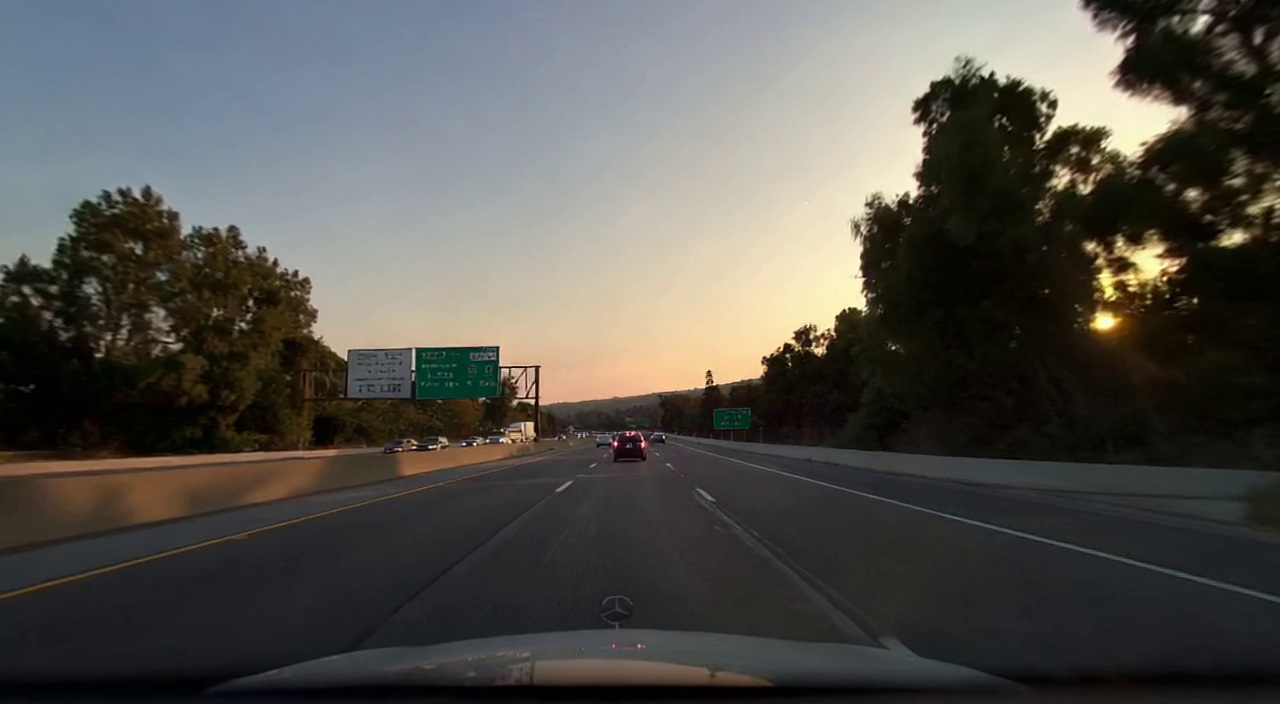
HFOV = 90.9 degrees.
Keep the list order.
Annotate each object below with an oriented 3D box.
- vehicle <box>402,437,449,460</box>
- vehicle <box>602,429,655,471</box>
[{"bbox_3d":[-16.325,7.340,48.108,2.001,1.671,4.427,0,-8,0],"label":"vehicle"},{"bbox_3d":[-0.483,4.125,26.768,2.094,1.600,3.666,0,-8,-1],"label":"vehicle"}]
